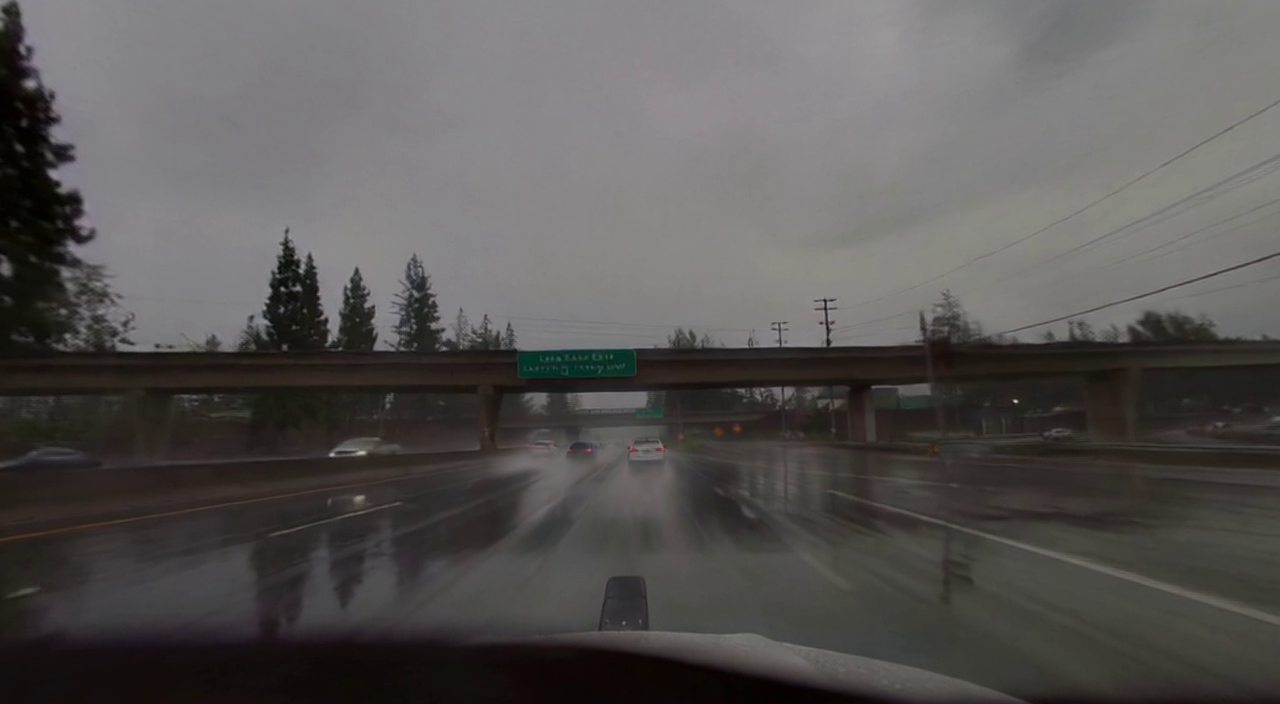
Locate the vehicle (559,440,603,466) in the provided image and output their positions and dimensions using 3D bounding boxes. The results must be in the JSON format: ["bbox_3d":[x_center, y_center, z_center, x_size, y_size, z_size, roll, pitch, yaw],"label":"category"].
[{"bbox_3d":[-3.367,5.892,36.992,2.056,1.464,4.564,0,-8,1],"label":"vehicle"}]

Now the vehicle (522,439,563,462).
[{"bbox_3d":[-7.199,7.334,47.024,2.139,1.653,4.614,0,-8,2],"label":"vehicle"}]

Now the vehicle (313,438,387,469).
[{"bbox_3d":[-16.924,5.947,37.134,2.000,1.667,4.937,0,-8,1],"label":"vehicle"}]

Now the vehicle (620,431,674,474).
[{"bbox_3d":[0.286,4.323,27.220,2.152,1.697,4.066,0,-8,0],"label":"vehicle"}]
